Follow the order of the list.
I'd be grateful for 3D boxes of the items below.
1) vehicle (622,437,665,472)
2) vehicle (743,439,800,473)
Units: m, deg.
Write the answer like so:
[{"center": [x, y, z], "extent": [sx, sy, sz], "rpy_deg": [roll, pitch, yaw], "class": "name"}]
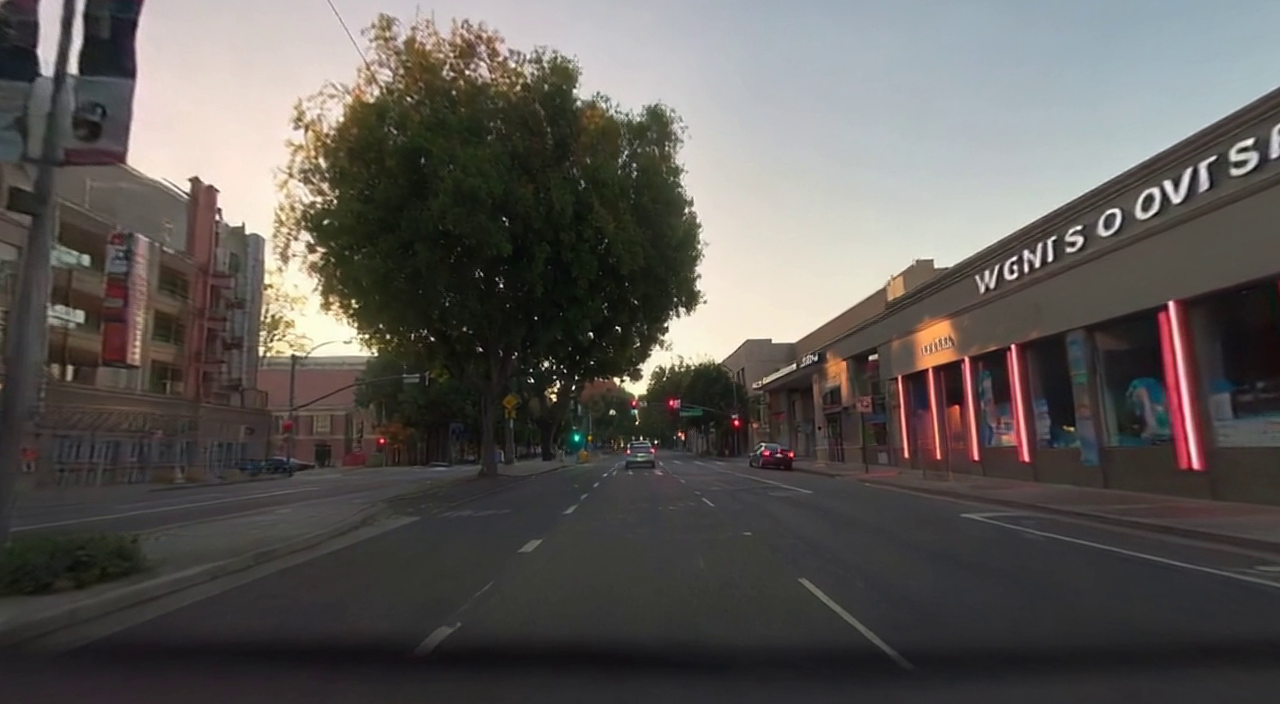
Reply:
[{"center": [0.242, 5.622, 34.845], "extent": [2.223, 1.775, 4.250], "rpy_deg": [-1, -8, 1], "class": "vehicle"}, {"center": [7.383, 5.860, 35.895], "extent": [1.987, 1.772, 4.749], "rpy_deg": [0, -8, -3], "class": "vehicle"}]
